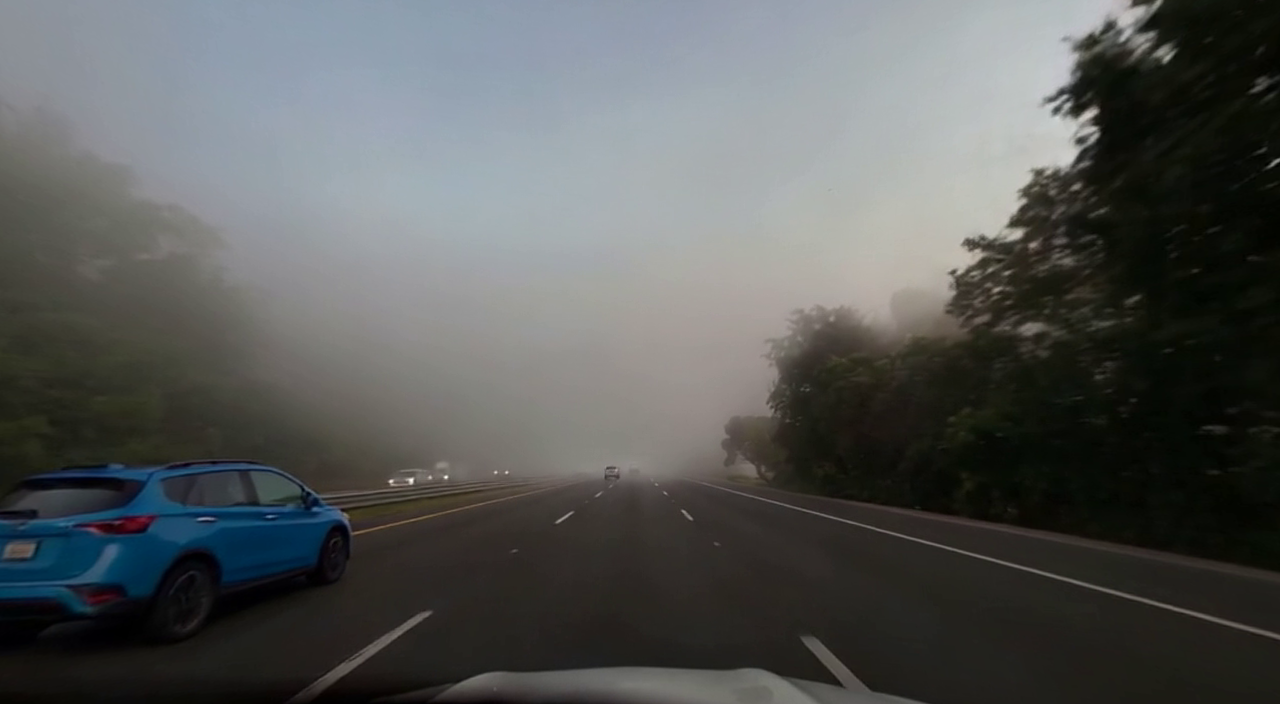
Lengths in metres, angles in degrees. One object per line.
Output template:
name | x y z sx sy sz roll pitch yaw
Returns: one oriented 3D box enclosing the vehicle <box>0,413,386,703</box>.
vehicle | -3.902 1.441 5.257 1.797 1.532 4.072 1 -10 0
